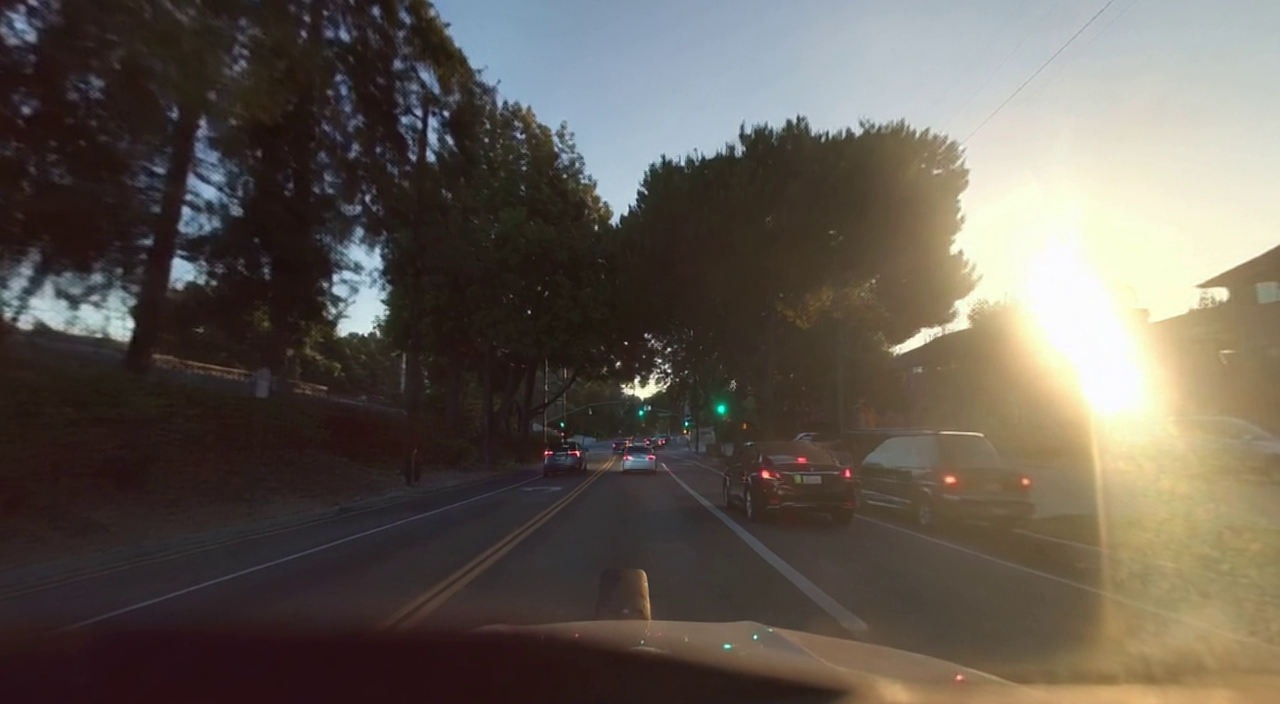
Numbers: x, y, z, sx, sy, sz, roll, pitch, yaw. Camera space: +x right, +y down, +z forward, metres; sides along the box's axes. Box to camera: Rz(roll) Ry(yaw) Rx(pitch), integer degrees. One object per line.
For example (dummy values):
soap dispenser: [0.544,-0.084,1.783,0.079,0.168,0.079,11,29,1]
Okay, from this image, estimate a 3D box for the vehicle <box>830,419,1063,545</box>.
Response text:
vehicle: [5.714,2.414,12.608,2.277,1.850,4.717,4,-8,-1]

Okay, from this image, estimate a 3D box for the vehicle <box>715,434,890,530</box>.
vehicle: [2.812,2.367,12.145,2.158,1.483,4.415,0,-8,-1]

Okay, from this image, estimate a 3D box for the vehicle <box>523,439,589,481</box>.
vehicle: [-3.196,4.218,24.886,2.012,1.505,4.205,0,-8,1]

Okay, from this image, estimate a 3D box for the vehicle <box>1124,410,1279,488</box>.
vehicle: [16.470,2.623,16.927,2.478,1.836,5.409,0,-10,-2]

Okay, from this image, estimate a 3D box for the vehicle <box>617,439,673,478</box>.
vehicle: [0.163,4.300,25.751,2.101,1.467,4.210,0,-8,0]

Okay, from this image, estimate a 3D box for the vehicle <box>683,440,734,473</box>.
vehicle: [3.242,5.044,30.662,1.943,1.484,4.030,0,-8,-1]
